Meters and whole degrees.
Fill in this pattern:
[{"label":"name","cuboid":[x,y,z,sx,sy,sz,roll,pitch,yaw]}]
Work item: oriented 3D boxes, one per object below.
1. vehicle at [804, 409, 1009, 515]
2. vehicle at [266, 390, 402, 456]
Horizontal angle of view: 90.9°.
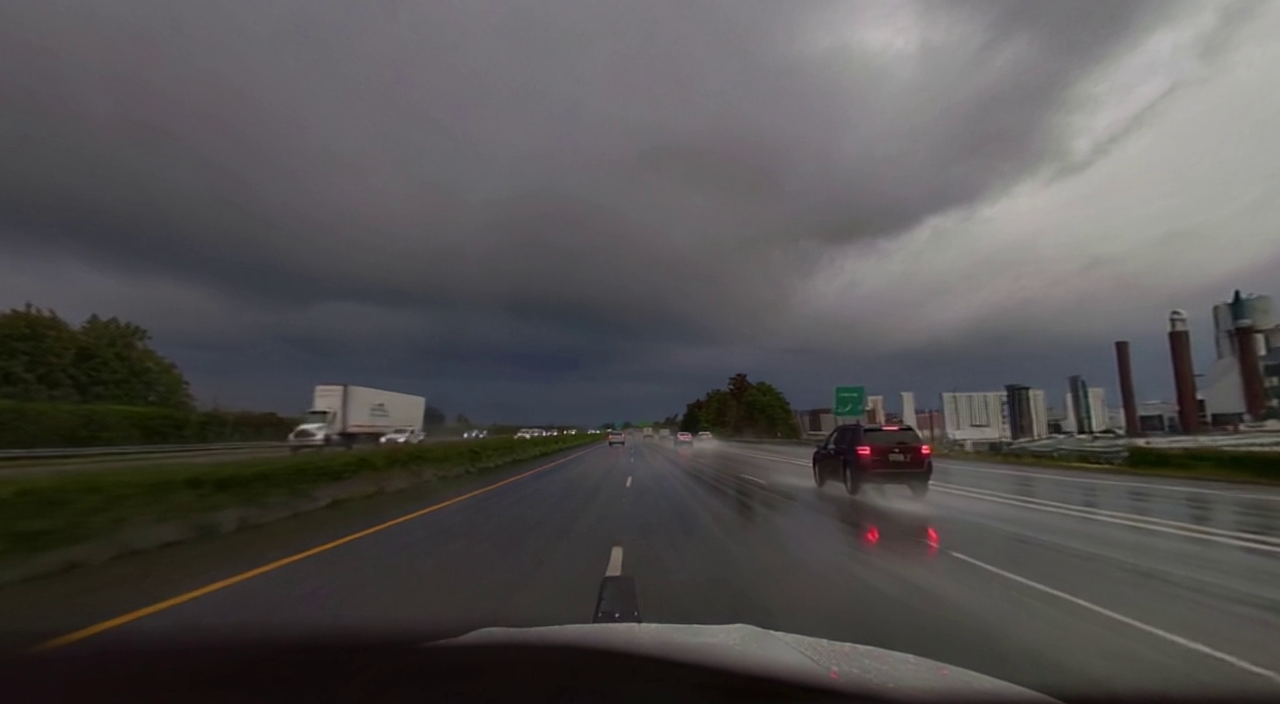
[{"label":"vehicle","cuboid":[4.741,2.020,12.062,2.022,1.637,4.229,0,-8,-1]},{"label":"vehicle","cuboid":[-18.540,4.552,39.421,3.176,3.534,10.743,0,-8,-1]}]
